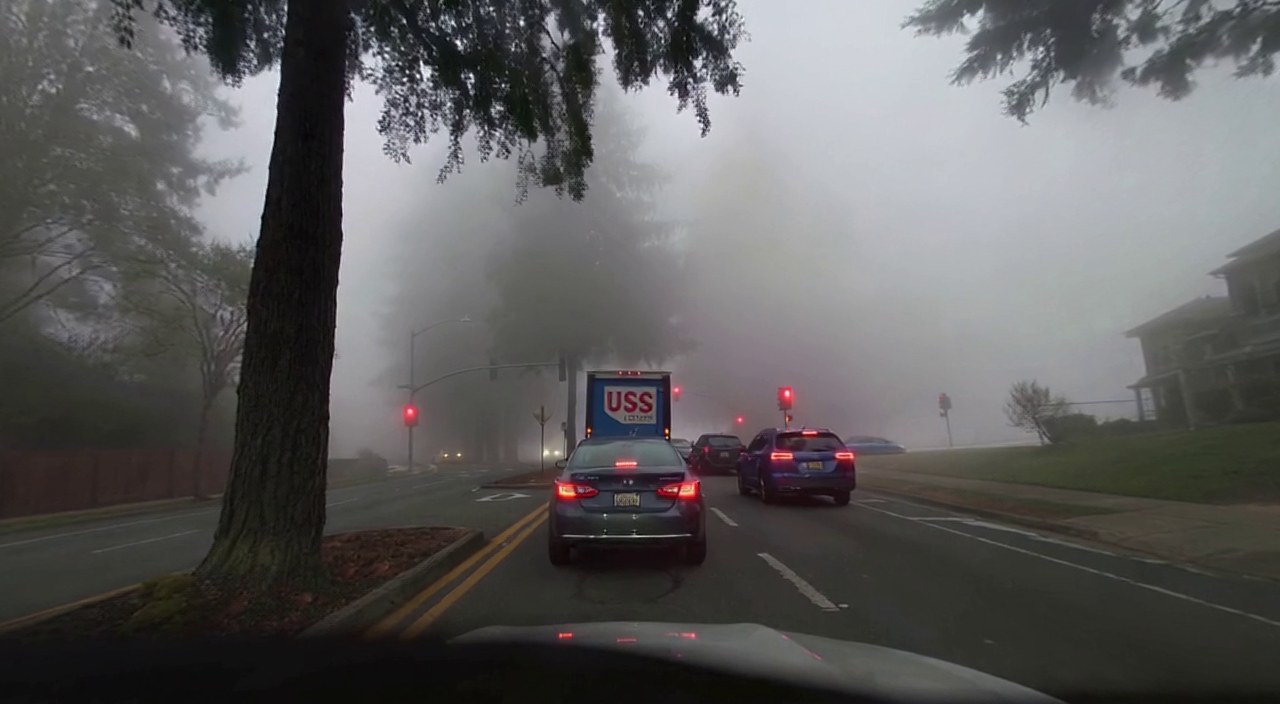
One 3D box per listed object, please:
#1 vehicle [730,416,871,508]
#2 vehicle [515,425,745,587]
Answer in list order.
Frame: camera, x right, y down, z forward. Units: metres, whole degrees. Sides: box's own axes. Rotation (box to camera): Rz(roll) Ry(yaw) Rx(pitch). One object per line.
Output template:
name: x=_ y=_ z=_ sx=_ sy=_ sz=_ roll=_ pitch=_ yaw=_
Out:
vehicle: x=3.604 y=2.585 z=15.226 sx=2.145 sy=1.847 sz=4.524 roll=0 pitch=-8 yaw=-1
vehicle: x=-0.148 y=1.742 z=8.033 sx=2.135 sy=1.483 sz=4.207 roll=0 pitch=-8 yaw=-2
